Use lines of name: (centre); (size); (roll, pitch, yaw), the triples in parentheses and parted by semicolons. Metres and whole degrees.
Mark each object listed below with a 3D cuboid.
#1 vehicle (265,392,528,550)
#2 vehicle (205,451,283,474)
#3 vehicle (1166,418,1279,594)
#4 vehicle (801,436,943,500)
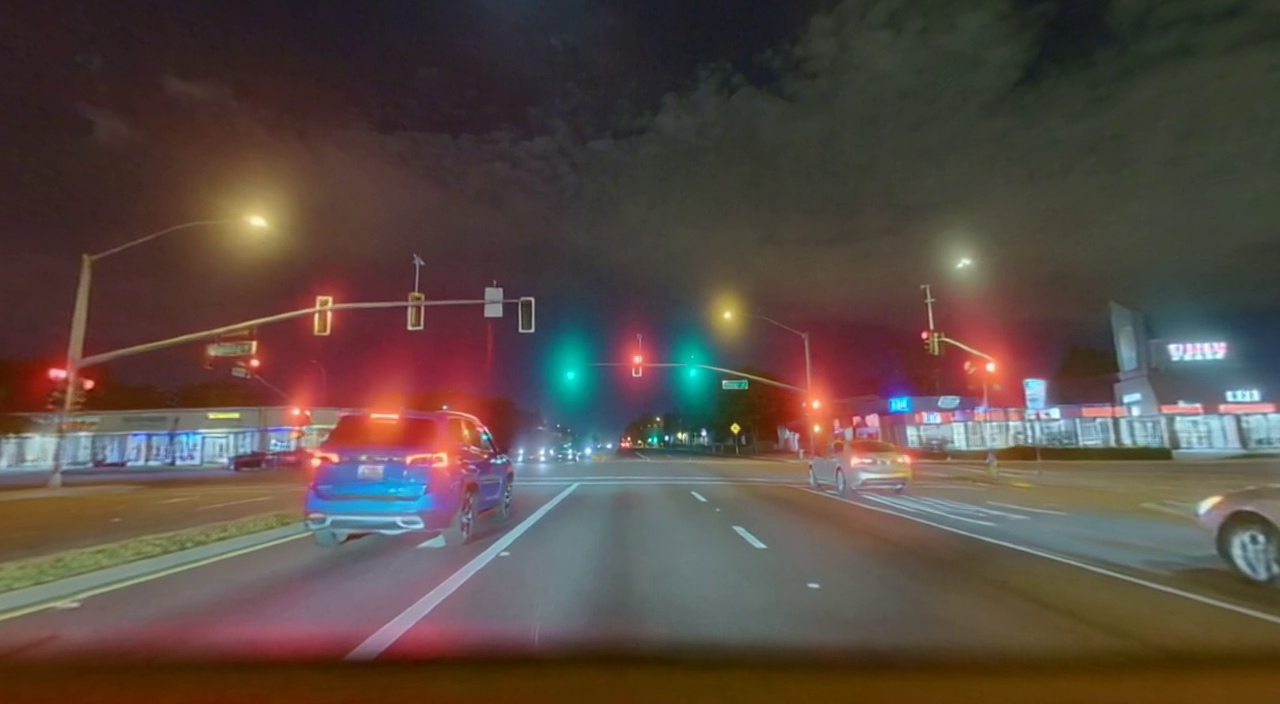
vehicle: (-3.365, 1.798, 10.163); (2.313, 1.883, 5.016); (0, -8, -1)
vehicle: (-28.640, 7.968, 45.737); (4.495, 1.473, 1.813); (7, -11, -40)
vehicle: (6.712, 1.167, 4.288); (2.014, 1.539, 4.852); (0, -8, -1)
vehicle: (6.069, 3.076, 17.274); (1.972, 1.476, 4.775); (0, -8, -2)
